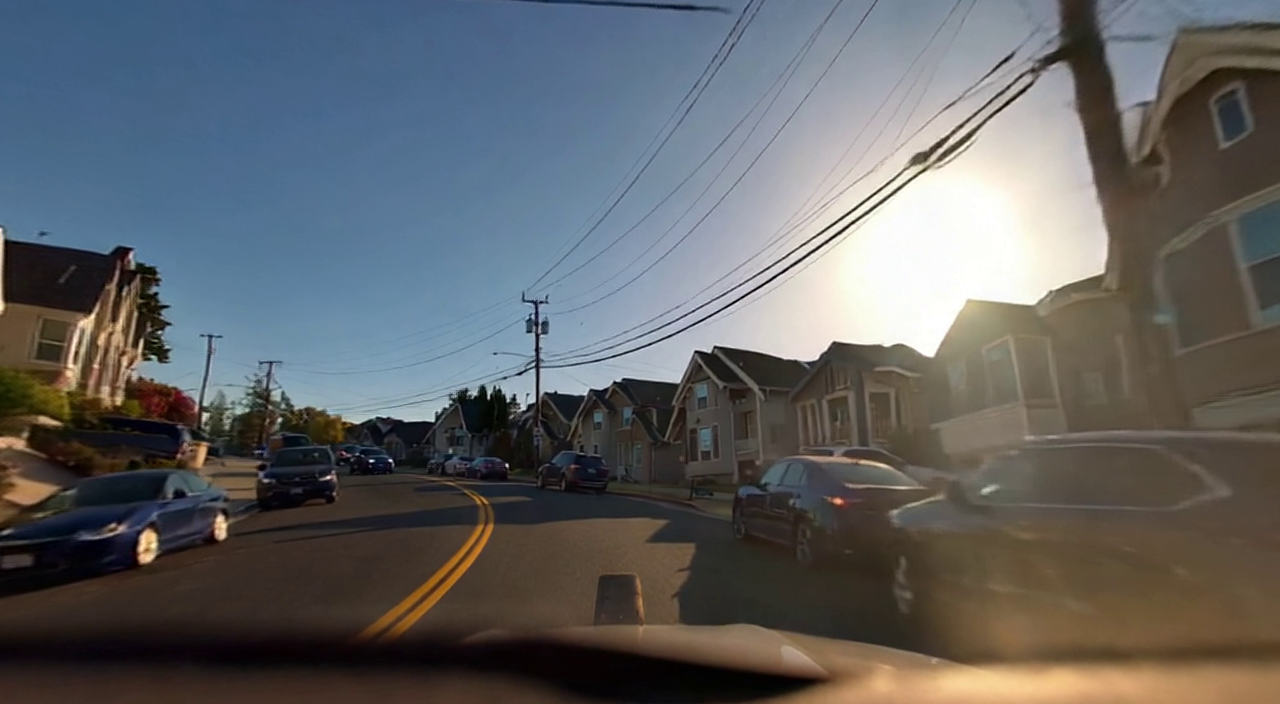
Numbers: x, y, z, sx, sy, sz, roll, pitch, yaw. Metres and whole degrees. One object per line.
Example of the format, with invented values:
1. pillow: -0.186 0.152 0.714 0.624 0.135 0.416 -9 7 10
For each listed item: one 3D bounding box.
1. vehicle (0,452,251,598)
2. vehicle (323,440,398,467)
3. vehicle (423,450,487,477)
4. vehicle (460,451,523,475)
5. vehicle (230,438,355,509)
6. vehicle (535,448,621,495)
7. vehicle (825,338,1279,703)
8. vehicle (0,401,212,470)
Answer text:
1. vehicle: -7.279 2.205 8.658 2.003 1.447 3.642 -4 -8 -8
2. vehicle: -21.550 7.820 48.689 5.504 1.869 2.449 -5 -15 33
3. vehicle: -11.620 6.921 39.560 1.923 1.531 4.568 8 -11 -42
4. vehicle: -11.019 8.217 47.001 2.023 1.586 4.163 -8 -10 38
5. vehicle: -9.399 3.258 17.518 2.023 1.674 4.556 3 -9 -16
6. vehicle: -2.647 4.830 25.900 1.994 1.682 4.750 7 -11 -24
7. vehicle: 2.992 1.105 3.858 1.974 1.769 4.610 1 -9 -5
8. vehicle: -17.292 2.674 20.044 5.822 1.956 2.355 5 -10 -29
